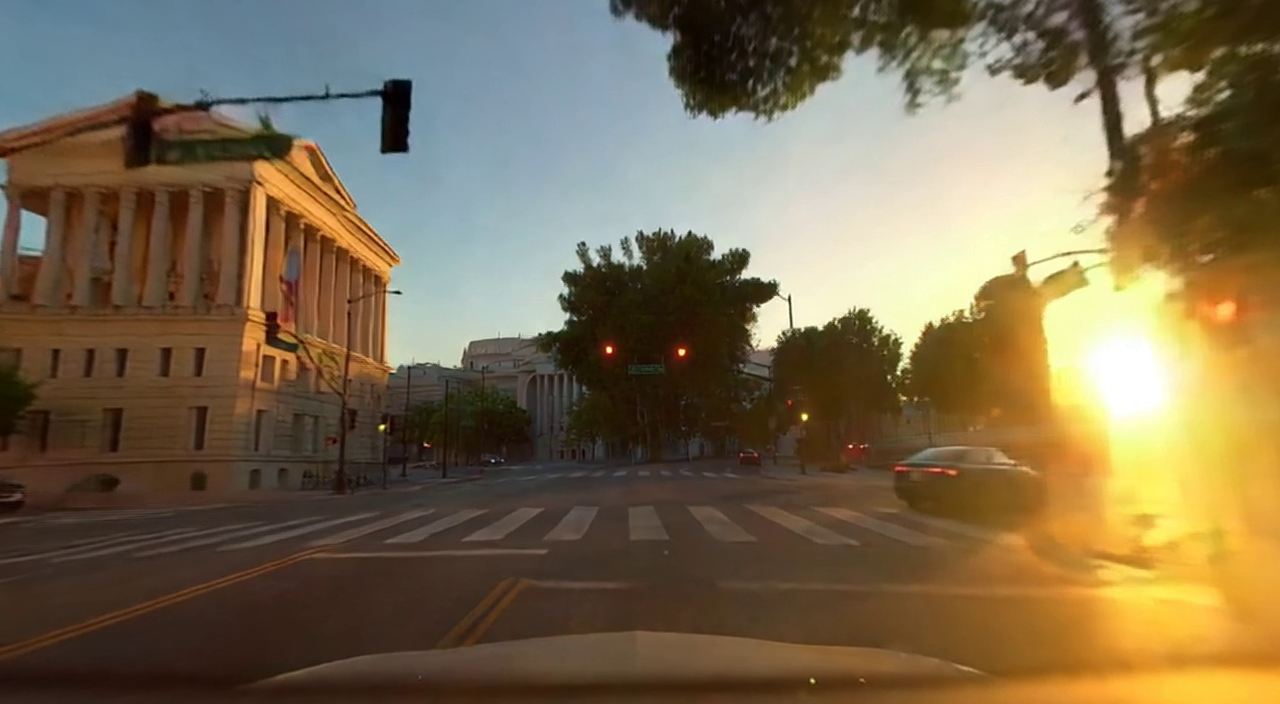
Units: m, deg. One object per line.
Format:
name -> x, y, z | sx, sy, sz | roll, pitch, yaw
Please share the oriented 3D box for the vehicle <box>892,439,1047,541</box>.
vehicle -> 5.942, 2.425, 11.939 | 2.085, 1.530, 4.125 | -3, -9, 21
